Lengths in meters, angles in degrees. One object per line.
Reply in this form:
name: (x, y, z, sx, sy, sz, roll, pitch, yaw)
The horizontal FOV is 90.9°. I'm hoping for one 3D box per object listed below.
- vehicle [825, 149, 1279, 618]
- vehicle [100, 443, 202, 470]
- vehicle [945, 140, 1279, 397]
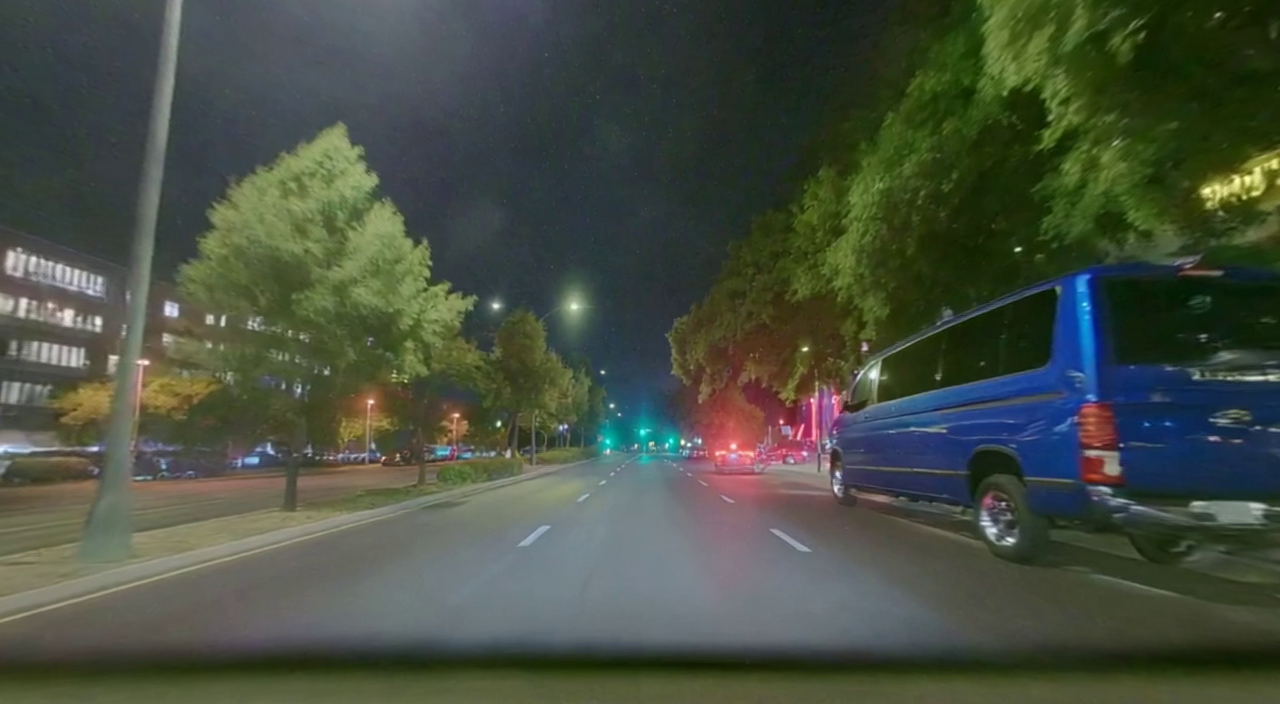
vehicle: (6.552, 0.956, 10.821, 3.145, 4.015, 10.939, 0, -8, -1)
vehicle: (-32.059, 6.867, 41.468, 4.796, 1.581, 2.278, -2, -8, -1)
vehicle: (6.597, -0.634, 8.161, 3.066, 2.040, 4.878, 0, -9, 4)
